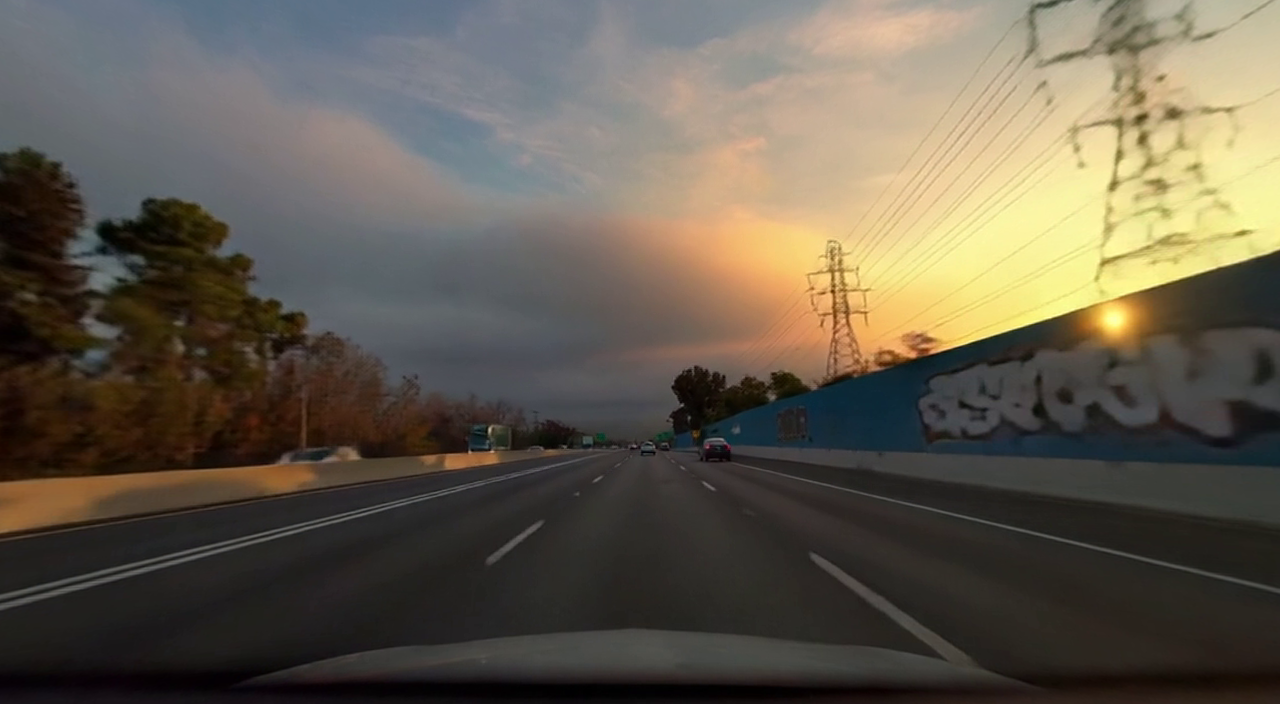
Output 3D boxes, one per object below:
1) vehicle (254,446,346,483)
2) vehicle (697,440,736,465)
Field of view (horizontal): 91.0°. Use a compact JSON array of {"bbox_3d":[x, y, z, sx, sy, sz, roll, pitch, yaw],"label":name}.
[{"bbox_3d":[-14.765,4.875,27.592,1.824,1.488,3.872,0,-8,1],"label":"vehicle"},{"bbox_3d":[4.863,6.448,40.591,1.991,1.494,3.951,0,-8,0],"label":"vehicle"}]
